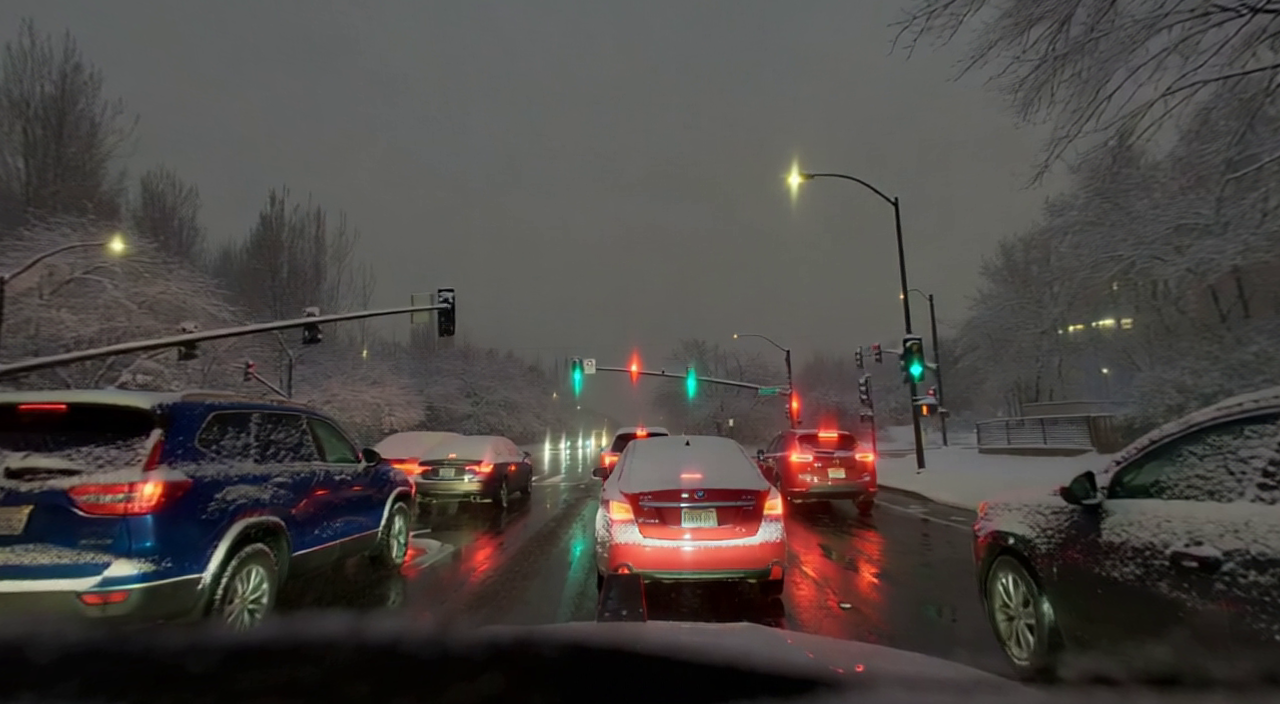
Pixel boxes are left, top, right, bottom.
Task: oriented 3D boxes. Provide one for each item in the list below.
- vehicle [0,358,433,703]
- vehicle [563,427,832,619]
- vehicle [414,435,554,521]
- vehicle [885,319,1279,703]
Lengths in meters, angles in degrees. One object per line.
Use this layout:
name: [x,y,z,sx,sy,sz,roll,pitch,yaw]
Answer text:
vehicle: [-3.470,1.222,5.283,1.889,1.767,4.289,0,-8,1]
vehicle: [0.435,1.606,6.839,2.051,1.460,3.932,0,-8,0]
vehicle: [-3.079,2.566,13.318,1.868,1.516,4.114,0,-8,0]
vehicle: [3.041,0.921,3.051,1.880,1.747,4.500,0,-8,0]
